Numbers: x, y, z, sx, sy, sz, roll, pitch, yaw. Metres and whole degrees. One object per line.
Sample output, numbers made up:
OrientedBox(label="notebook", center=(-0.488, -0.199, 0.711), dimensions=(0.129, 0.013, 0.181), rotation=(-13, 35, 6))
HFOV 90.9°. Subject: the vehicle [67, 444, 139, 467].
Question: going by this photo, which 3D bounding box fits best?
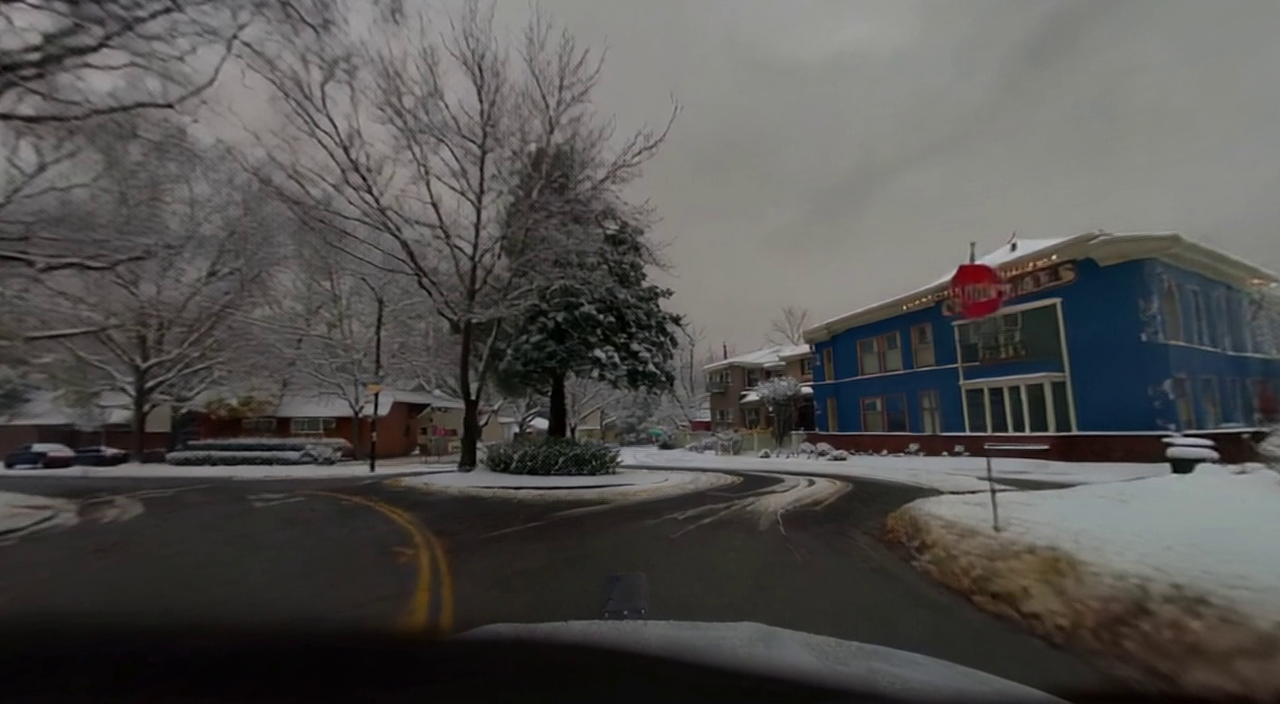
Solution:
OrientedBox(label="vehicle", center=(-36.093, 6.950, 42.461), dimensions=(3.362, 1.404, 1.588), rotation=(-1, -8, -1))
